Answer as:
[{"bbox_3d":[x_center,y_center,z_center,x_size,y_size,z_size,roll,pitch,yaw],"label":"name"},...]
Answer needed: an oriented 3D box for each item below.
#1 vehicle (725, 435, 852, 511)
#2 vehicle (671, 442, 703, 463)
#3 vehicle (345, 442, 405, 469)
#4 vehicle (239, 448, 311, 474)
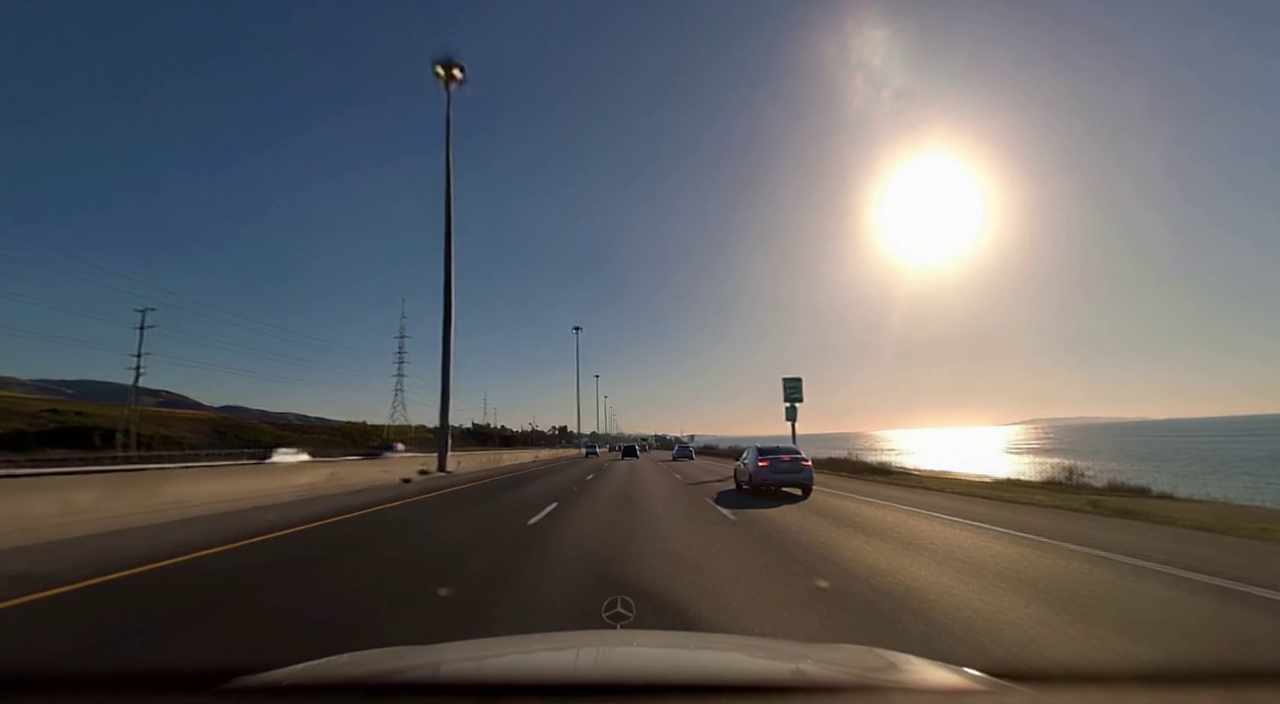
[{"bbox_3d":[3.271,2.742,14.857,1.890,1.490,4.373,0,-8,-1],"label":"vehicle"},{"bbox_3d":[3.537,7.712,48.510,2.000,1.533,4.438,0,-8,-1],"label":"vehicle"},{"bbox_3d":[-15.519,6.075,37.254,1.850,1.519,3.963,0,-8,-1],"label":"vehicle"},{"bbox_3d":[-22.933,6.848,39.948,1.849,1.456,4.573,0,-8,0],"label":"vehicle"}]
